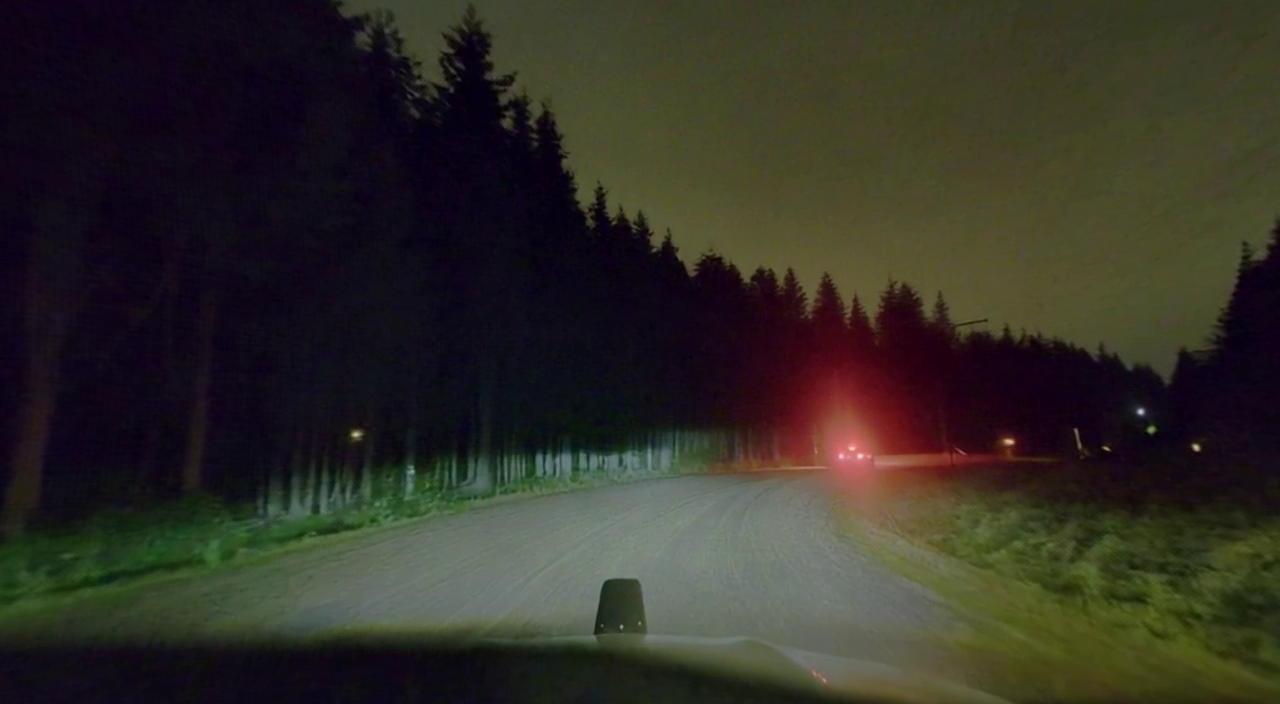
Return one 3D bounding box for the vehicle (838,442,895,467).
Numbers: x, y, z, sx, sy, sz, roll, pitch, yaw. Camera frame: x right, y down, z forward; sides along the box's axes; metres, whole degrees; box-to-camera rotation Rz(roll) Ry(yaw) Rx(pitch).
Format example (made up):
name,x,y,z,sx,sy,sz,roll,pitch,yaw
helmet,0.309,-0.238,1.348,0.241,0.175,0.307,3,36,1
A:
name,x,y,z,sx,sy,sz,roll,pitch,yaw
vehicle,17.081,7.698,47.227,4.257,1.789,1.988,7,-10,-37
